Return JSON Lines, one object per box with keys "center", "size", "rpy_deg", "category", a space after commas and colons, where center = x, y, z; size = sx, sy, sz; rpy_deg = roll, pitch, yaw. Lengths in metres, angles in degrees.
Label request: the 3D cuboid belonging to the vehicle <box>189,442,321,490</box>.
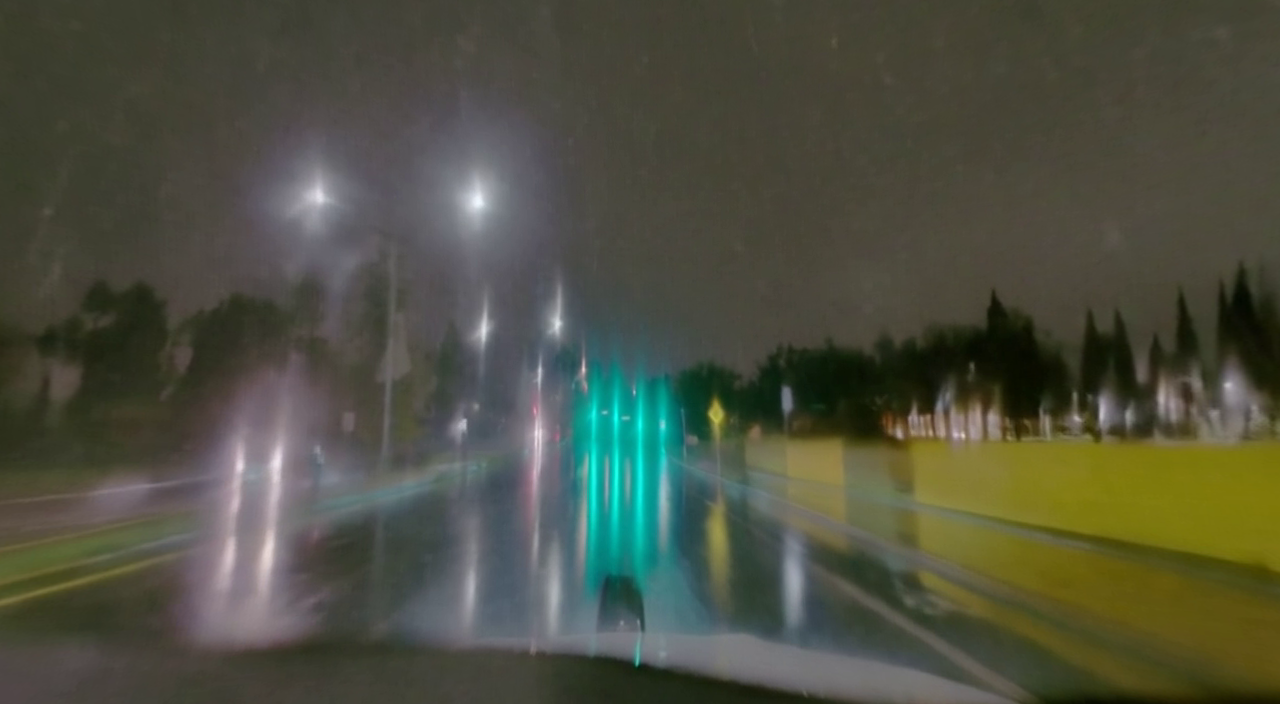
{"center": [-13.942, 4.141, 23.278], "size": [1.969, 1.563, 4.648], "rpy_deg": [0, -9, -1], "category": "vehicle"}
